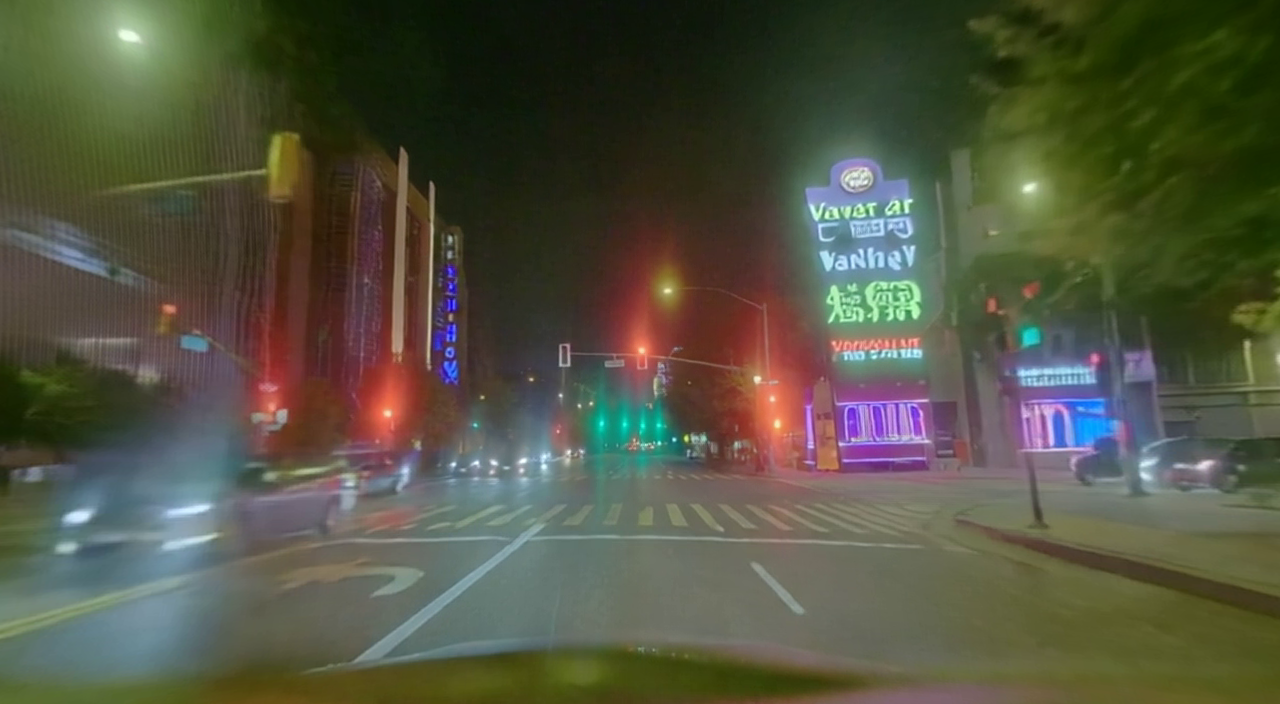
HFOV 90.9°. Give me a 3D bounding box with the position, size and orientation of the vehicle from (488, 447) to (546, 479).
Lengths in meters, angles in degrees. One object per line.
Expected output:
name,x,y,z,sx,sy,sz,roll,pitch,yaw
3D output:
vehicle,-6.137,5.537,31.868,2.007,1.478,4.328,0,-8,1

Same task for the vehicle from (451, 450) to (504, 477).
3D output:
vehicle,-10.049,6.932,39.300,1.919,1.518,4.360,-1,-8,3

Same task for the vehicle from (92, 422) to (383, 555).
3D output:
vehicle,-6.321,2.160,10.731,2.041,1.756,4.392,0,-8,0

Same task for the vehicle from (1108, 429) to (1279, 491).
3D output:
vehicle,16.583,3.099,18.301,4.299,1.679,2.011,0,-8,1
